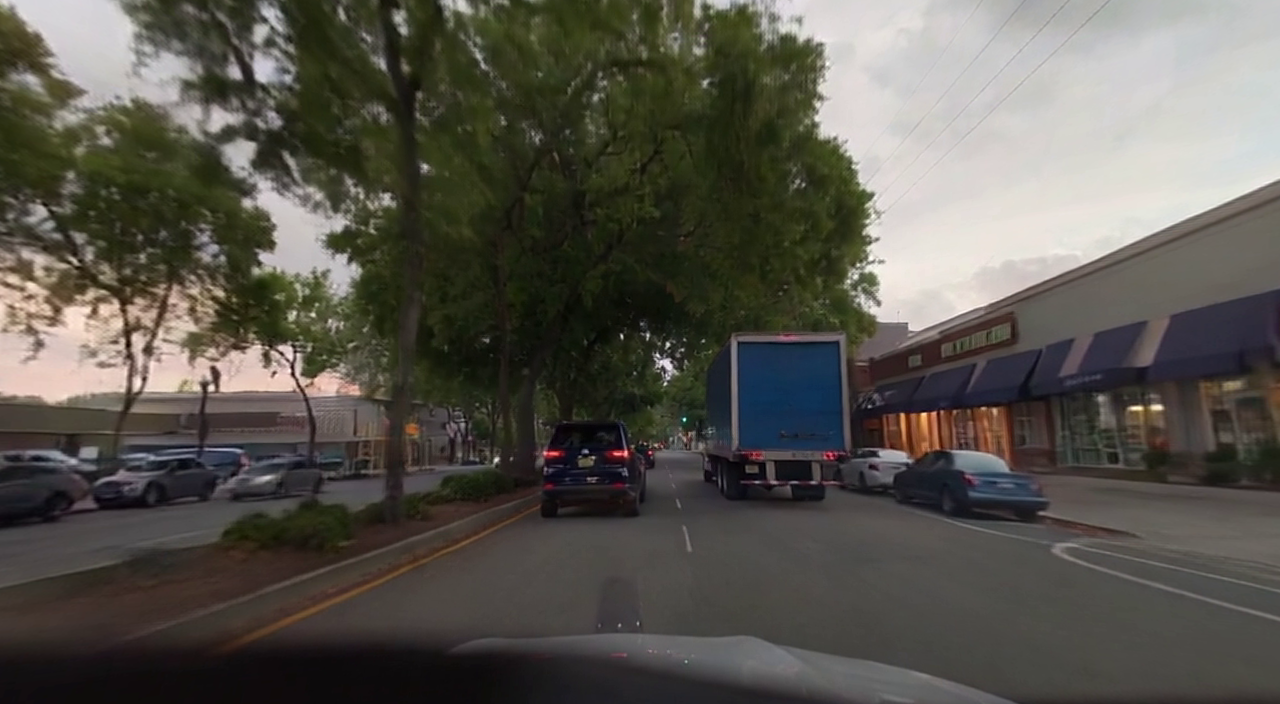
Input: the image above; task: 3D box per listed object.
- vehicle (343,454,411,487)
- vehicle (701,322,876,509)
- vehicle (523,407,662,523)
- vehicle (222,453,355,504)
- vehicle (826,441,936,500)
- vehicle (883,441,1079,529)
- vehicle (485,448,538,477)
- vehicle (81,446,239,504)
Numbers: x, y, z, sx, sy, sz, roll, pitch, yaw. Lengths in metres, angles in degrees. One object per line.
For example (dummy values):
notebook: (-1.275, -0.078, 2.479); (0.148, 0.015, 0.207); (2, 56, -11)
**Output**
vehicle: (-15.509, 6.976, 37.514); (1.874, 1.506, 4.781); (-7, -9, 1)
vehicle: (3.923, 2.353, 20.639); (3.007, 4.206, 12.913); (0, -9, 2)
vehicle: (-0.778, 2.379, 13.766); (2.293, 2.036, 4.853); (-1, -9, 4)
vehicle: (-12.081, 4.348, 22.147); (1.966, 1.442, 4.466); (-3, -9, 2)
vehicle: (7.127, 3.518, 19.187); (1.739, 1.582, 4.282); (0, -9, 2)
vehicle: (6.848, 2.676, 13.319); (1.929, 1.522, 4.158); (-1, -9, 2)
vehicle: (-7.245, 6.242, 35.991); (2.056, 1.534, 4.645); (0, -9, 0)
vehicle: (-21.143, 5.368, 28.278); (2.233, 2.228, 5.747); (-1, -8, 4)
